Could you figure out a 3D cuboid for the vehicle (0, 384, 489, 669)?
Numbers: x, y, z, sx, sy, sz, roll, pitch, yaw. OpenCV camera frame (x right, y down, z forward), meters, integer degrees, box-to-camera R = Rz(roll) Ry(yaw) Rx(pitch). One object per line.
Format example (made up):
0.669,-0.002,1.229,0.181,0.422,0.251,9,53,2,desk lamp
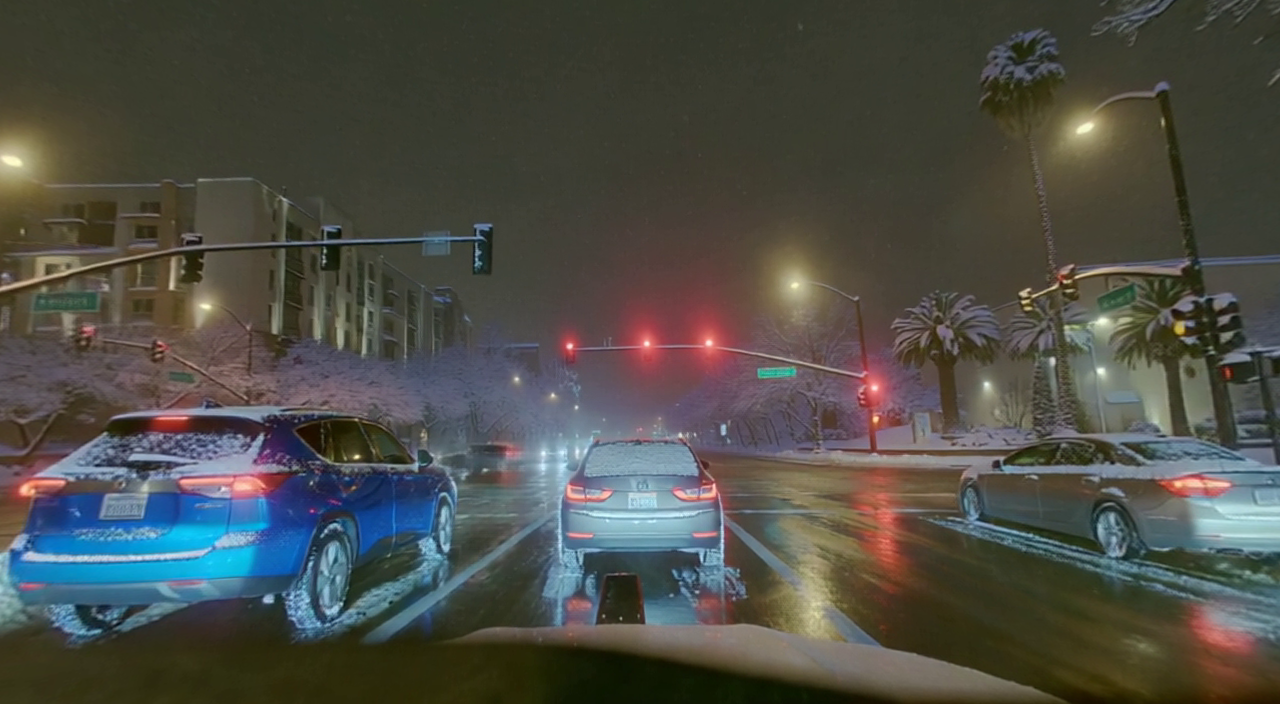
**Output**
-3.102,1.366,6.085,2.051,1.682,4.467,0,-8,2,vehicle

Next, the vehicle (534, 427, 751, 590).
-0.007,1.707,7.730,1.942,1.445,3.973,0,-8,-1,vehicle

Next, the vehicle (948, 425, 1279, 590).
6.086,1.759,8.098,1.970,1.489,4.482,0,-8,-1,vehicle
